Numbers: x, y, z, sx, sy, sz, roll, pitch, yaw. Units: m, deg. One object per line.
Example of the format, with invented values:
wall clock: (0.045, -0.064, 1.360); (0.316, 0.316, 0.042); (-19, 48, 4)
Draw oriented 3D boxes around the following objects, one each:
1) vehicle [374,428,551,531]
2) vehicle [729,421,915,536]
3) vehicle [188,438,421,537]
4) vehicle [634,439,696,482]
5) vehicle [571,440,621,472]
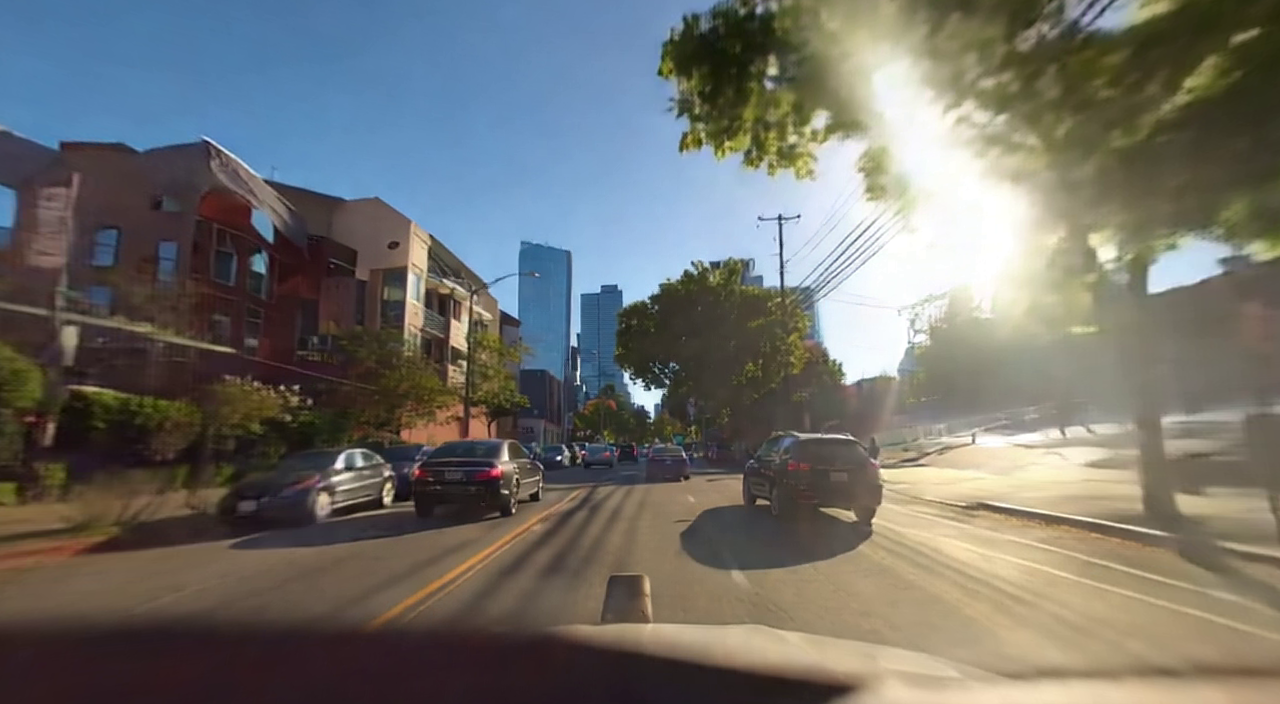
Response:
vehicle: (-3.105, 2.295, 12.037); (2.085, 1.619, 3.976); (0, -8, 2)
vehicle: (3.036, 2.204, 11.695); (2.094, 1.709, 4.394); (0, -8, -1)
vehicle: (-5.974, 2.400, 11.952); (1.863, 1.506, 4.265); (0, -8, 3)
vehicle: (0.910, 4.062, 23.970); (2.139, 1.466, 4.373); (0, -8, 1)
vehicle: (-2.165, 5.262, 32.292); (2.019, 1.507, 4.643); (0, -8, 3)
